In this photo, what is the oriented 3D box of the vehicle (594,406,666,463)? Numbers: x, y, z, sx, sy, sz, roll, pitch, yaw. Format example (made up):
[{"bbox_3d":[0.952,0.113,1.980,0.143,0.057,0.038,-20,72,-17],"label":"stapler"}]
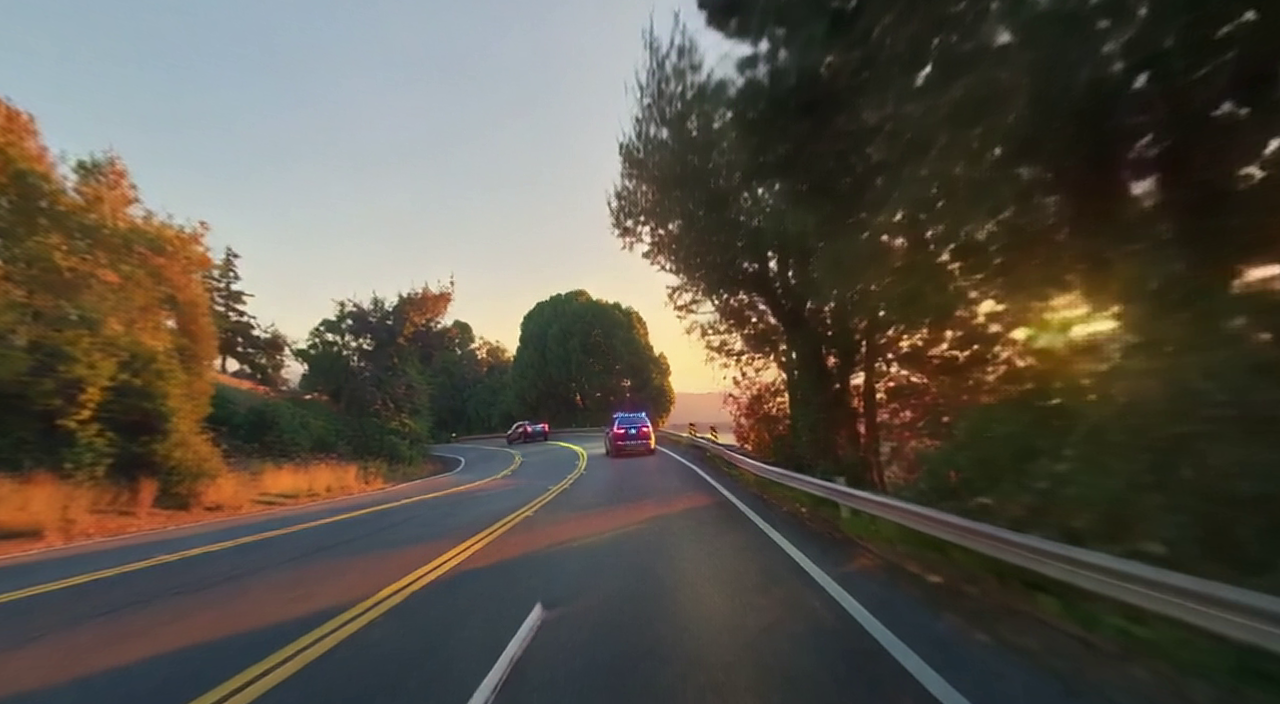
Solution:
[{"bbox_3d":[-0.567,3.434,26.159,2.500,1.961,5.637,-3,-8,-5],"label":"vehicle"}]
